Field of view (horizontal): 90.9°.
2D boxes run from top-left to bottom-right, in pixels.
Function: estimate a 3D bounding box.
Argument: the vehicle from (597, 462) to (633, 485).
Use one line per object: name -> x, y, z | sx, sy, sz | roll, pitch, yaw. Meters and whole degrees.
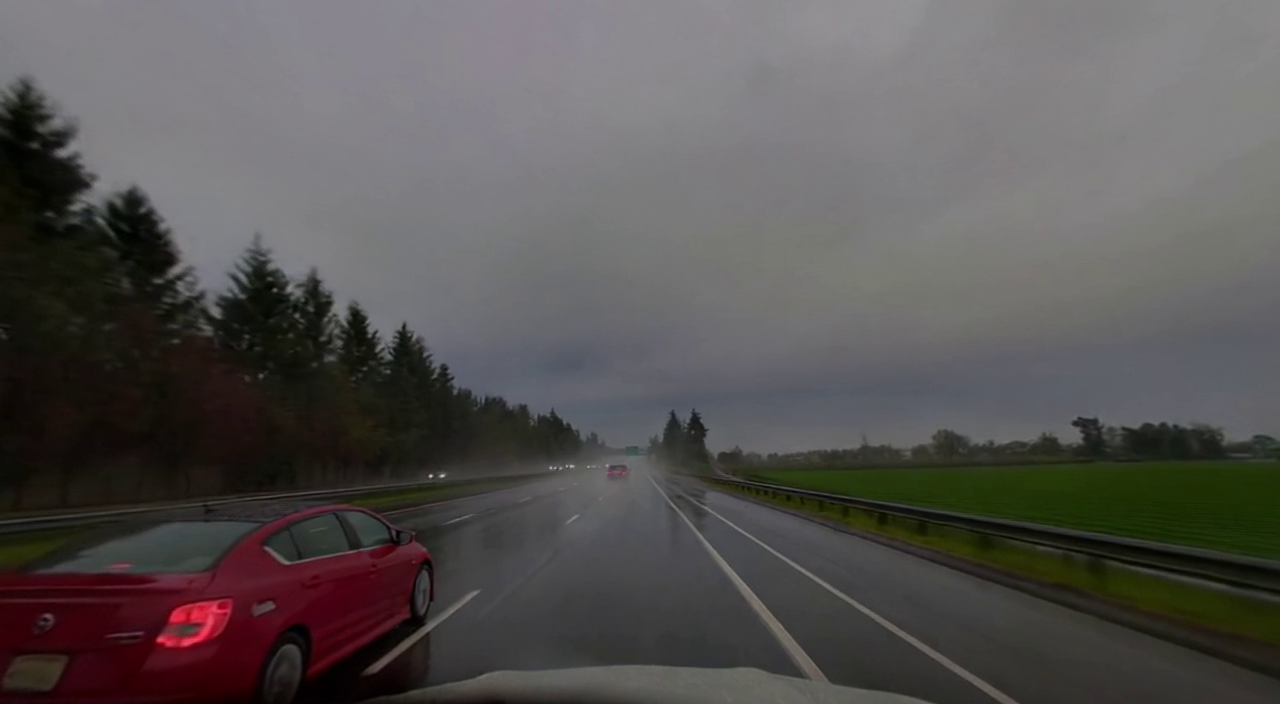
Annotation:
vehicle -> -1.600, 8.154, 42.440 | 2.183, 1.435, 4.653 | 1, -10, 0
